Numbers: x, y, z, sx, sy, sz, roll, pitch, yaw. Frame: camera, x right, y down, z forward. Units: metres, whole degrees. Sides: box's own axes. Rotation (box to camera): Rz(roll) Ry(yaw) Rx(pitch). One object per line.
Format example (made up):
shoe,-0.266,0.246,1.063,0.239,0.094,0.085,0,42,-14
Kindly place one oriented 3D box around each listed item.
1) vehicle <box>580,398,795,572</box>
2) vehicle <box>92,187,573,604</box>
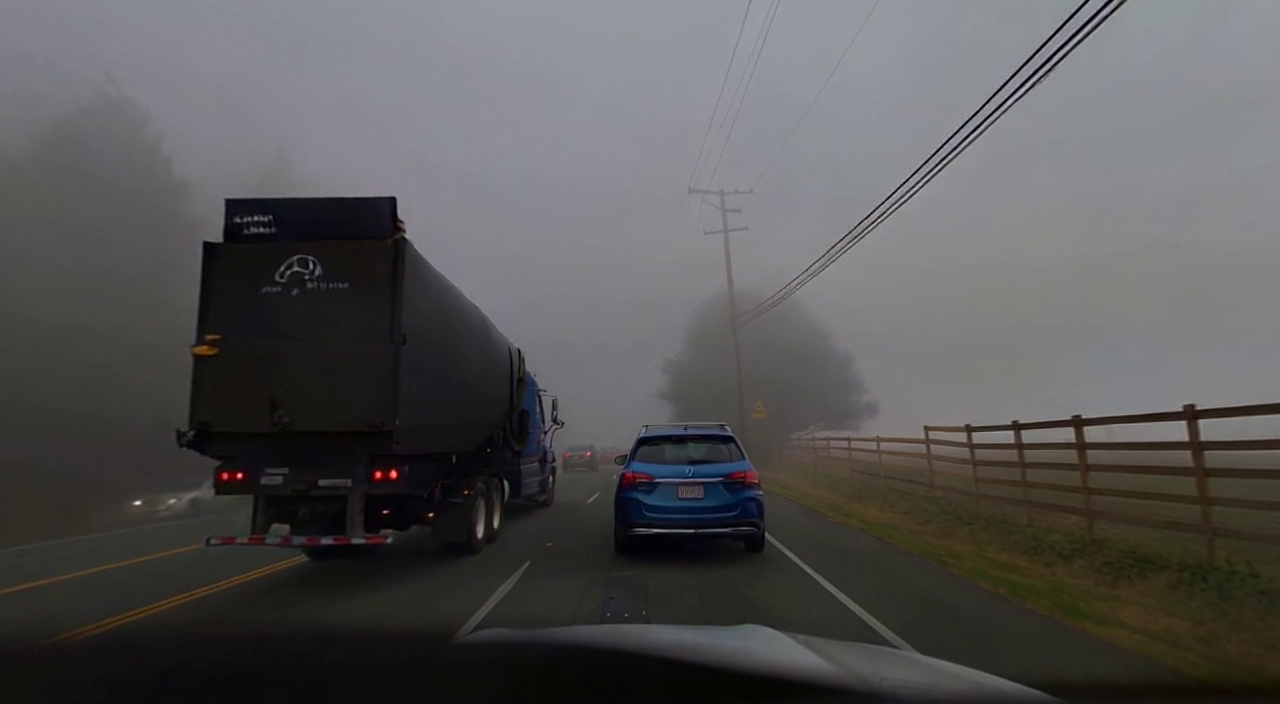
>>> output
vehicle,0.454,1.659,8.529,2.174,1.749,4.113,0,-9,-1
vehicle,-3.079,0.964,9.981,2.928,3.658,8.980,0,-9,1
